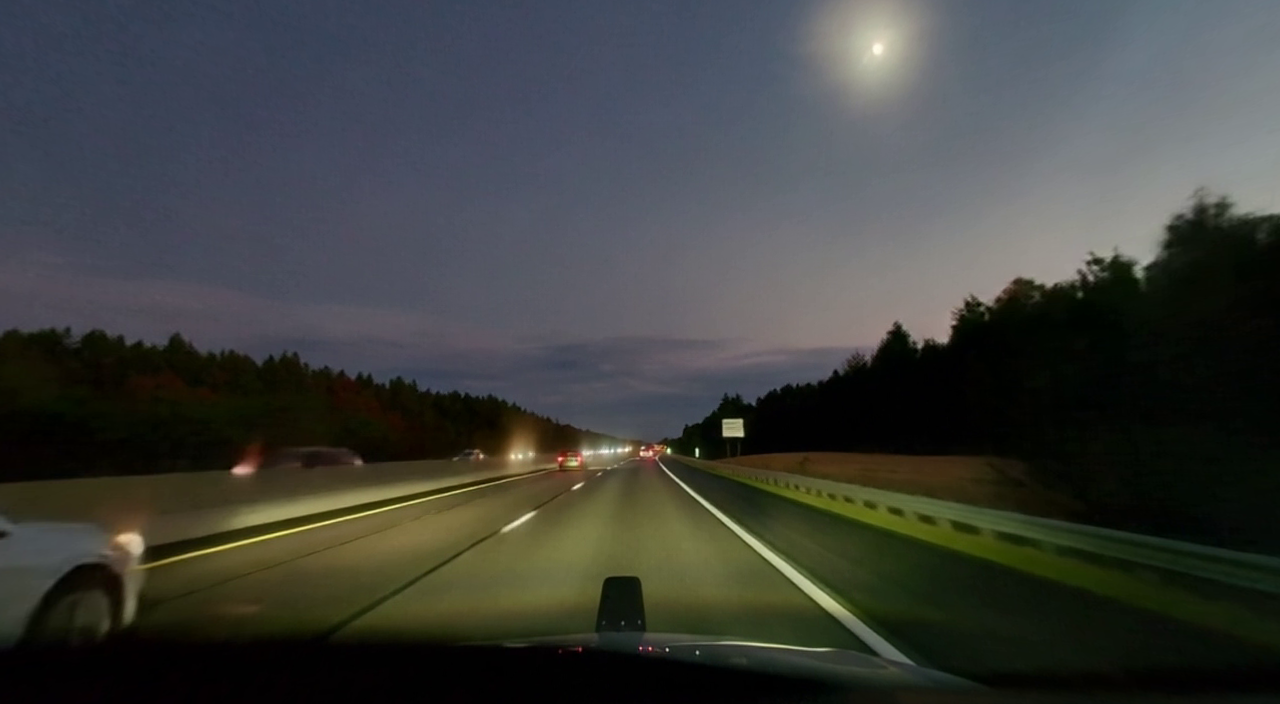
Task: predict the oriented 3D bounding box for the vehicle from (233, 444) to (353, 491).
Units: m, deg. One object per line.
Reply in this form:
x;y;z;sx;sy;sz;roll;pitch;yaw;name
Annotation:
-12.598;4.214;23.257;1.943;1.550;4.277;0;-9;0;vehicle

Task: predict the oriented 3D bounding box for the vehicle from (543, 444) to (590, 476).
-4.053;6.045;35.562;2.095;1.664;4.305;0;-9;0;vehicle
